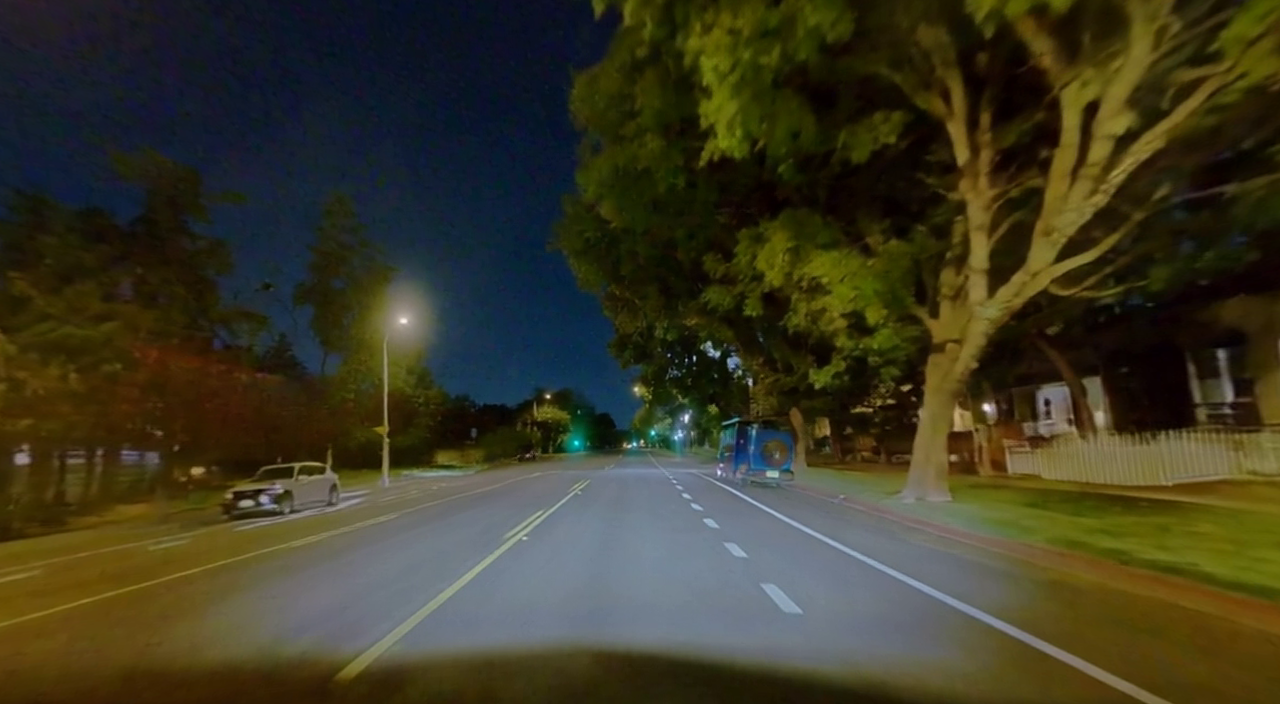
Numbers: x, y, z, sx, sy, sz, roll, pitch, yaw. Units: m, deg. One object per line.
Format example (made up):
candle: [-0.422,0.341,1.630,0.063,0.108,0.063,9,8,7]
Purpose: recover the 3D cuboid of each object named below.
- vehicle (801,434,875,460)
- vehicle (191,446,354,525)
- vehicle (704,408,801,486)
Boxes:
vehicle: [14.495,6.971,46.340,4.699,1.442,1.838,-5,-8,-2]
vehicle: [-11.293,4.061,19.951,2.301,1.855,4.983,-7,-8,-3]
vehicle: [3.865,3.444,22.998,2.459,2.452,5.731,0,-8,0]
